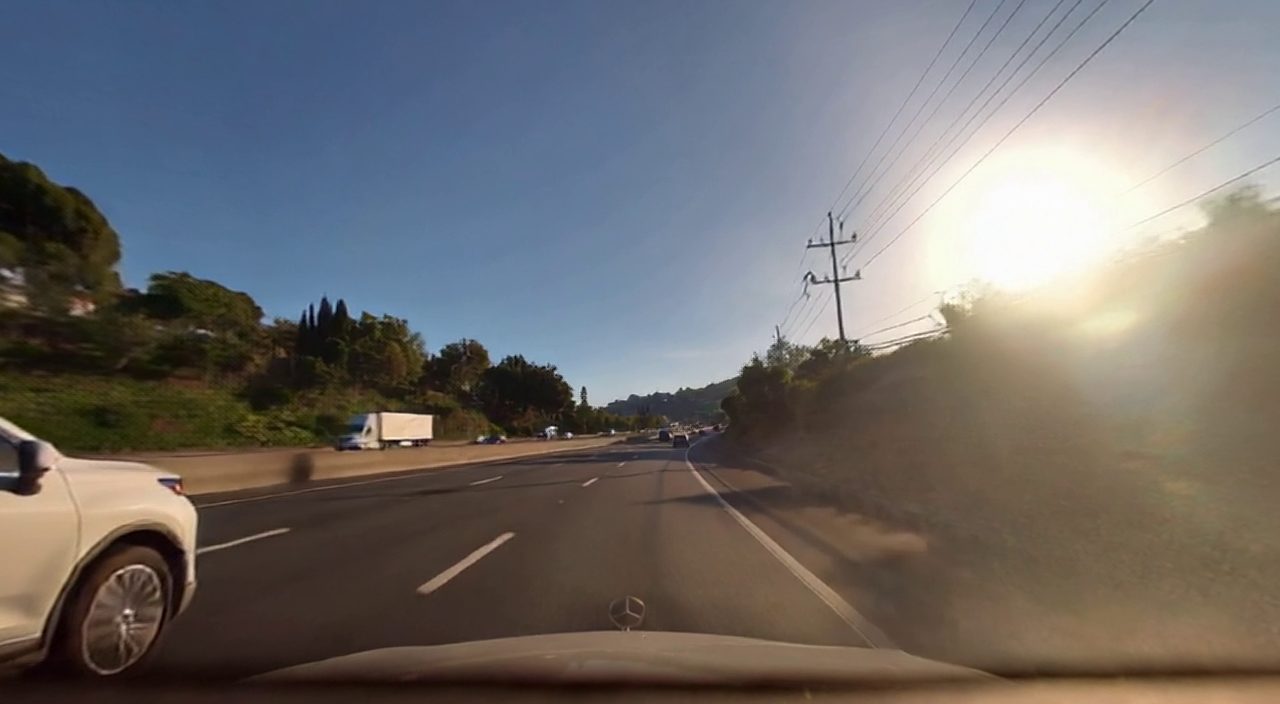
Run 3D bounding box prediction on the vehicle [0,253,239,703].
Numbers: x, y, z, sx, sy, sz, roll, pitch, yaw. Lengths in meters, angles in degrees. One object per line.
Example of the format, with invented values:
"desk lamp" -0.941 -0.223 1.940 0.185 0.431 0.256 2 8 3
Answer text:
"vehicle" -3.455 0.447 1.105 2.136 1.975 5.037 0 -8 0
